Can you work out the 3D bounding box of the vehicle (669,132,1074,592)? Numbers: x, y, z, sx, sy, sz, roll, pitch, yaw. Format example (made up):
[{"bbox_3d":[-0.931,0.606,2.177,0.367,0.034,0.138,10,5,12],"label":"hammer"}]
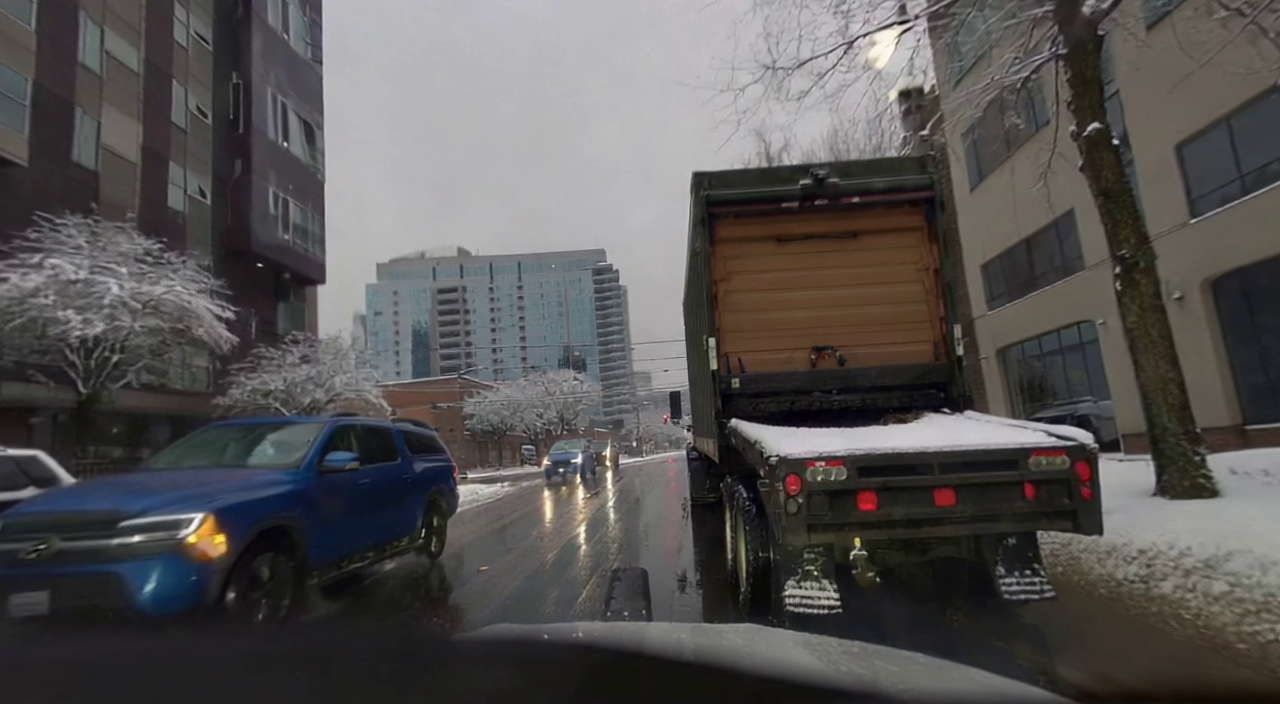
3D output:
[{"bbox_3d":[2.526,0.832,11.333,3.320,4.034,11.553,-1,-8,6],"label":"vehicle"}]

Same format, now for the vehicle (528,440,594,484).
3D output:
[{"bbox_3d":[-3.037,4.321,25.055,2.183,1.563,4.257,0,-8,-2],"label":"vehicle"}]

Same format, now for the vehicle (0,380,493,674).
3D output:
[{"bbox_3d":[-3.263,1.427,6.381,2.223,1.804,4.746,0,-8,2],"label":"vehicle"}]
